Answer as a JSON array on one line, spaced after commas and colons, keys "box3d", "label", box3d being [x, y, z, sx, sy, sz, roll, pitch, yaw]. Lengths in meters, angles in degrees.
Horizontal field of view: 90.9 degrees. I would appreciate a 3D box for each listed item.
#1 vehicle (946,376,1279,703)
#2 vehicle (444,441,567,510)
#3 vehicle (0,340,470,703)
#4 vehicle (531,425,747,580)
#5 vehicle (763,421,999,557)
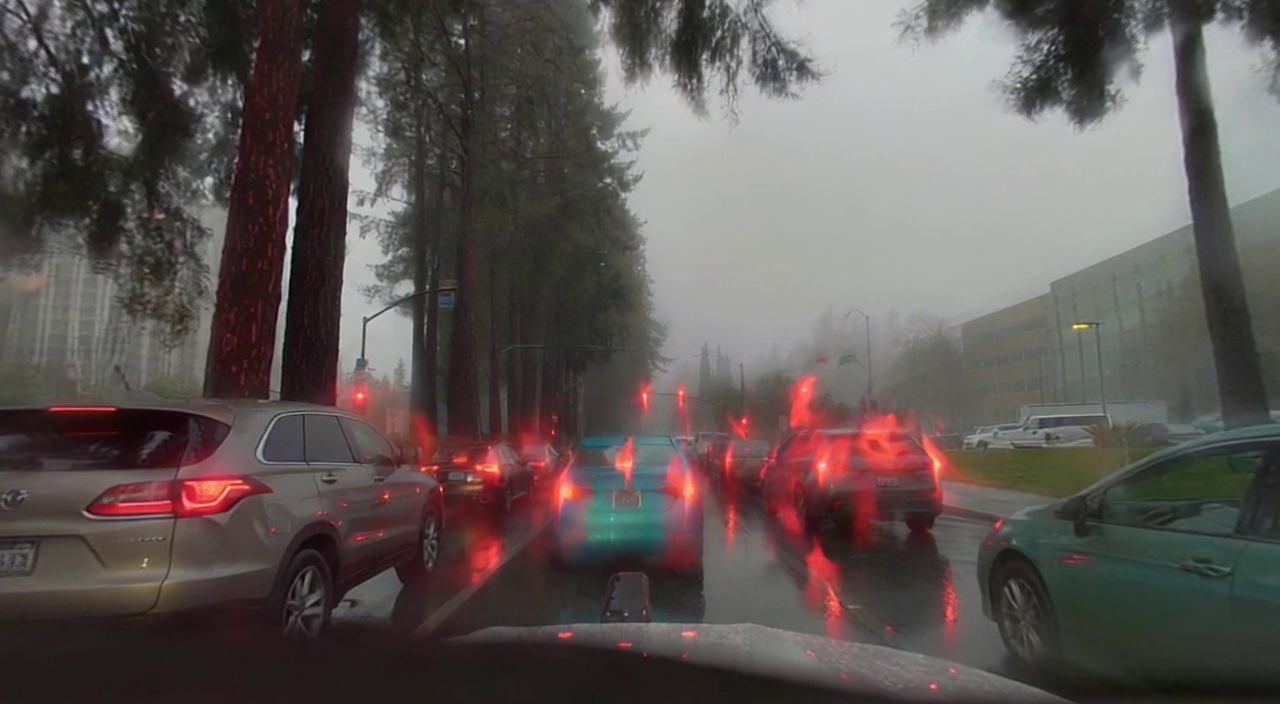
[{"box3d": [3.320, 0.961, 2.830, 1.899, 1.588, 3.888, 0, -9, 0], "label": "vehicle"}, {"box3d": [-3.060, 2.906, 15.319, 1.975, 1.420, 4.196, -1, -9, 1], "label": "vehicle"}, {"box3d": [-3.145, 1.161, 5.061, 2.168, 1.750, 4.625, -1, -9, 1], "label": "vehicle"}, {"box3d": [-0.033, 1.800, 8.329, 2.147, 1.507, 3.953, 0, -9, -1], "label": "vehicle"}, {"box3d": [3.411, 2.021, 10.033, 2.040, 1.647, 4.379, 0, -9, 1], "label": "vehicle"}]
